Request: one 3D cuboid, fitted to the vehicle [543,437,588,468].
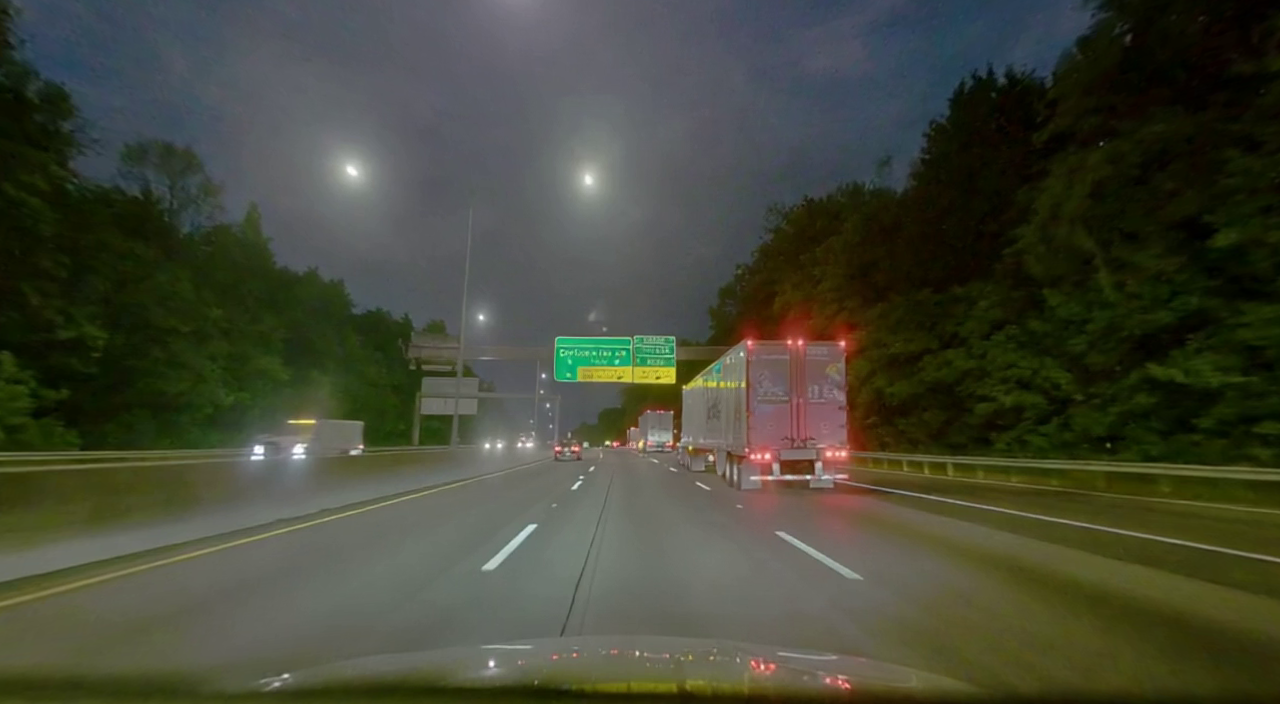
[{"bbox_3d":[-4.224,5.738,36.268,2.206,1.644,4.027,0,-8,-2],"label":"vehicle"}]

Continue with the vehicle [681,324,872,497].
[{"bbox_3d":[3.599,2.256,21.249,2.948,4.045,13.051,0,-8,-3],"label":"vehicle"}]

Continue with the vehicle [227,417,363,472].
[{"bbox_3d":[-12.797,3.504,23.899,2.067,1.825,5.662,0,-8,-1],"label":"vehicle"}]
